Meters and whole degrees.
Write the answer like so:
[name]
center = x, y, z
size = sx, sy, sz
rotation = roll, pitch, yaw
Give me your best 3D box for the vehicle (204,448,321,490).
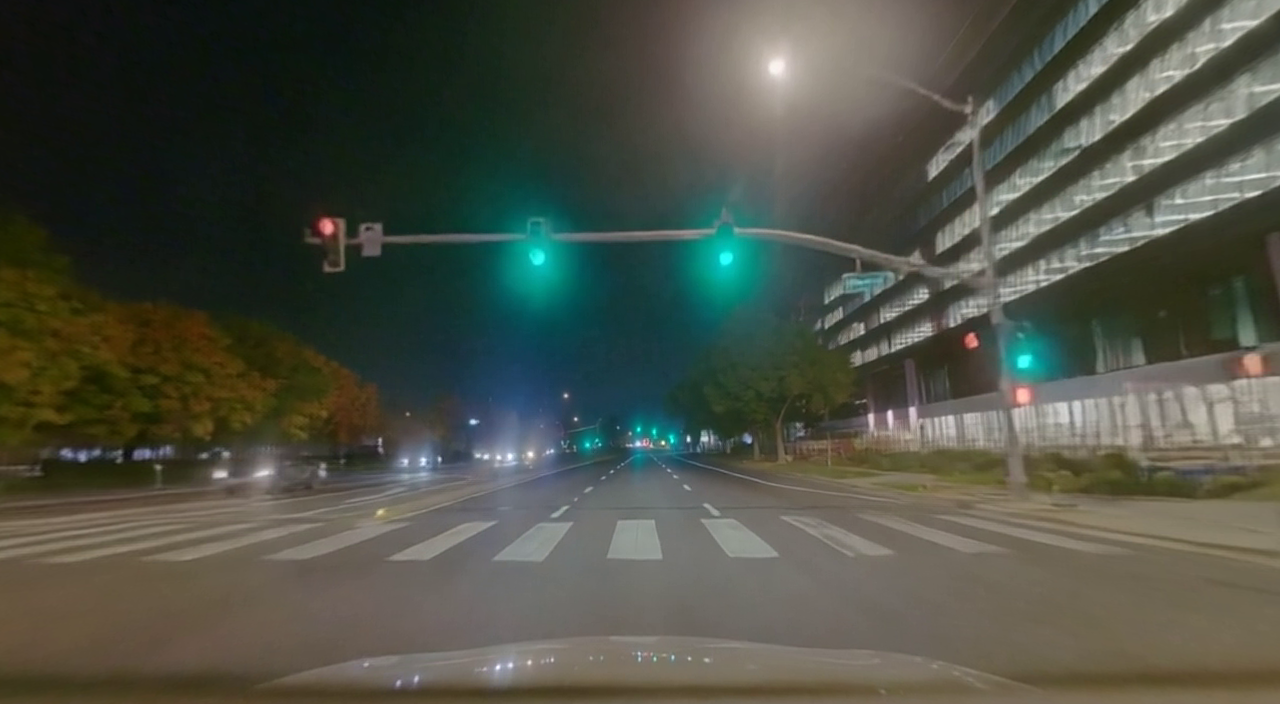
[vehicle]
center = -15.071, 4.671, 25.394
size = 1.920, 1.499, 4.378
rotation = 0, -8, 1
